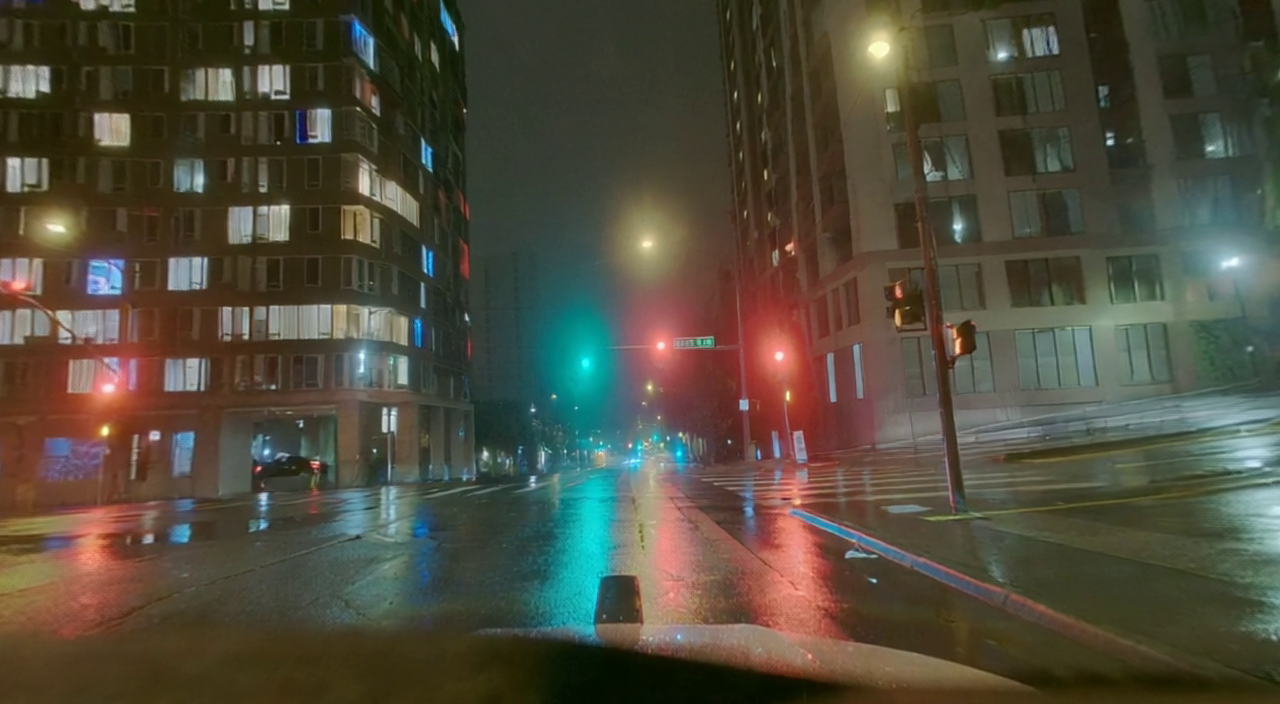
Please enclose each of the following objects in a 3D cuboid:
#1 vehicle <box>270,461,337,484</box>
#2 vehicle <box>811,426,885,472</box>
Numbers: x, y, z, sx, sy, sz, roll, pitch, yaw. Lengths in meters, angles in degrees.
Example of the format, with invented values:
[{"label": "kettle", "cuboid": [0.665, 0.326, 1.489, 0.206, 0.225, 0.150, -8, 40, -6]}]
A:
[{"label": "vehicle", "cuboid": [-24.668, 8.817, 46.284, 3.882, 1.600, 1.768, 0, -9, 2]}, {"label": "vehicle", "cuboid": [15.115, 7.134, 46.343, 2.948, 3.071, 7.295, 0, -9, 1]}]
